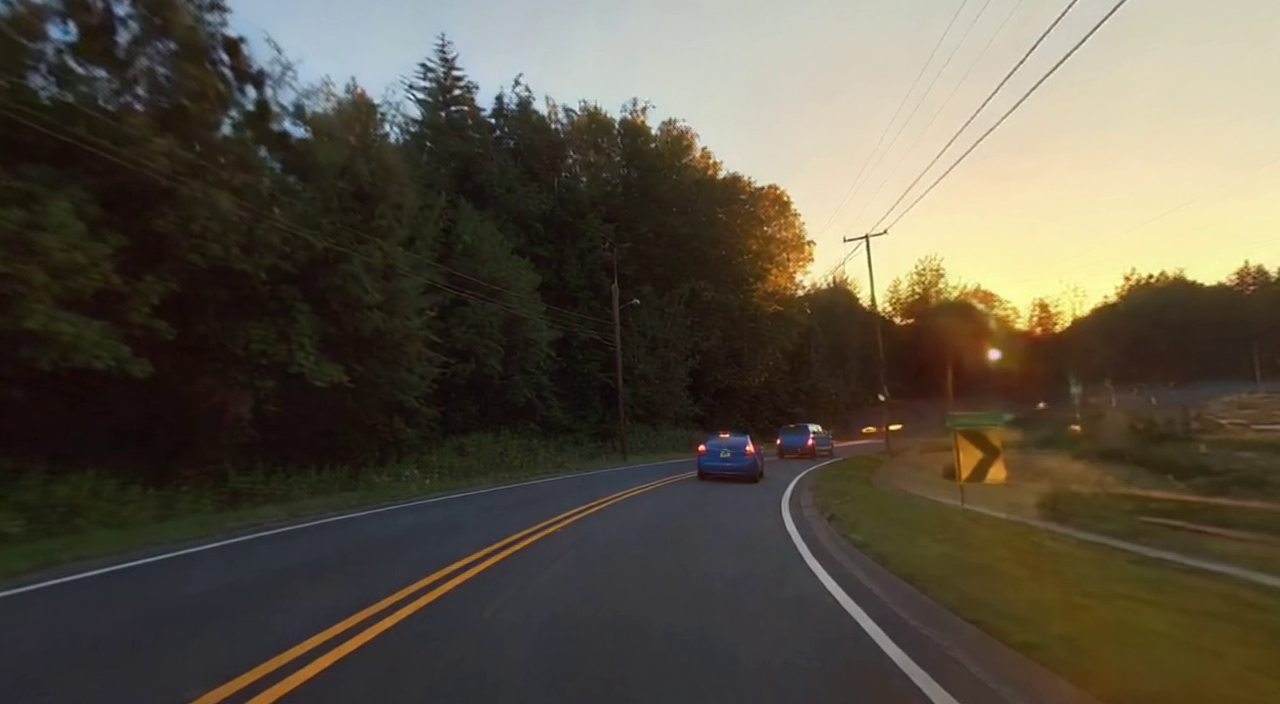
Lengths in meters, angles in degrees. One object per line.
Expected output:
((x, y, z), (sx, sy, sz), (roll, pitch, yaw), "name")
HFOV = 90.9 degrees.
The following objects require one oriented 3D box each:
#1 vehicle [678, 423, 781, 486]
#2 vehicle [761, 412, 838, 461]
((2.707, 2.921, 18.257), (2.157, 1.565, 4.243), (-3, -9, 19), "vehicle")
((8.038, 4.221, 31.259), (2.376, 2.145, 5.953), (-4, -9, 27), "vehicle")
